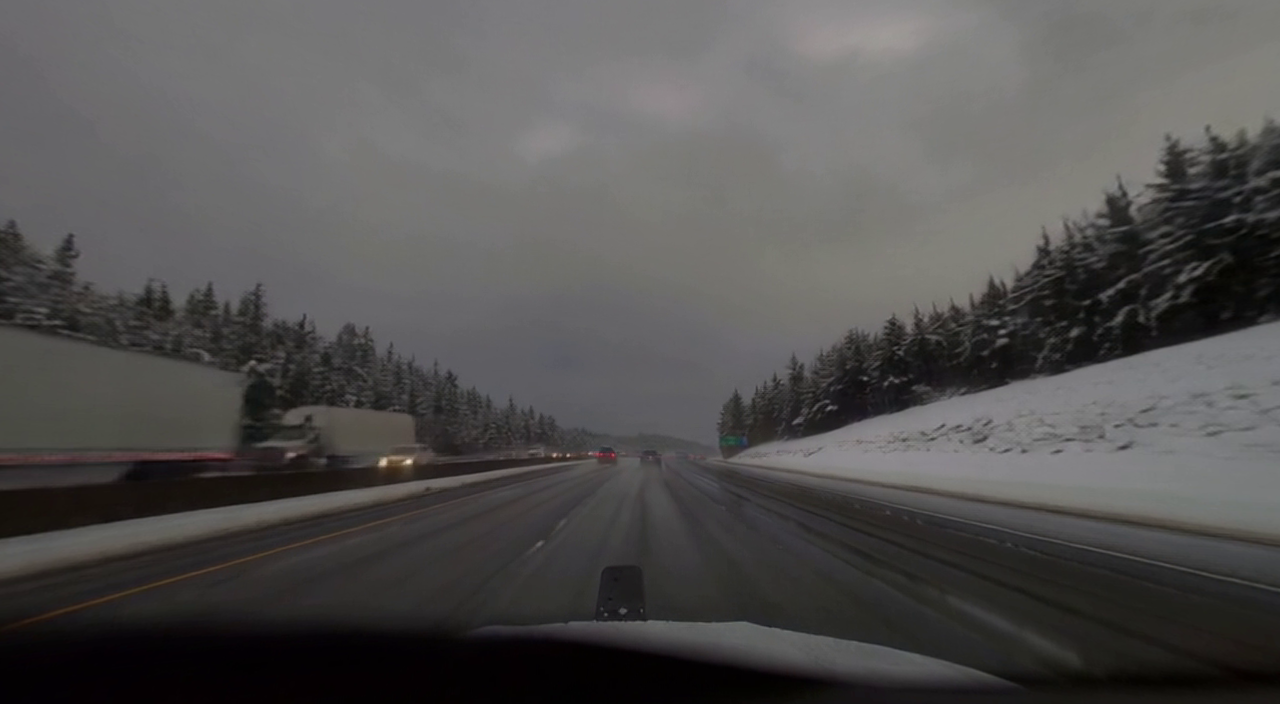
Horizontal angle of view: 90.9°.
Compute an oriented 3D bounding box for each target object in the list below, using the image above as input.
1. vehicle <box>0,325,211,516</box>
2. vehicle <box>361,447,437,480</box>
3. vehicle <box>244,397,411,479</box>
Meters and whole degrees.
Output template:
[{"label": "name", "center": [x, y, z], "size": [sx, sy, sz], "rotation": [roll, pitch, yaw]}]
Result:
[{"label": "vehicle", "center": [-15.396, 1.356, 12.872], "size": [2.870, 4.109, 14.317], "rotation": [0, -9, 1]}, {"label": "vehicle", "center": [-11.482, 5.330, 30.363], "size": [2.007, 1.490, 4.119], "rotation": [0, -9, 1]}, {"label": "vehicle", "center": [-18.505, 5.484, 39.262], "size": [2.883, 4.113, 14.175], "rotation": [0, -9, 1]}]
